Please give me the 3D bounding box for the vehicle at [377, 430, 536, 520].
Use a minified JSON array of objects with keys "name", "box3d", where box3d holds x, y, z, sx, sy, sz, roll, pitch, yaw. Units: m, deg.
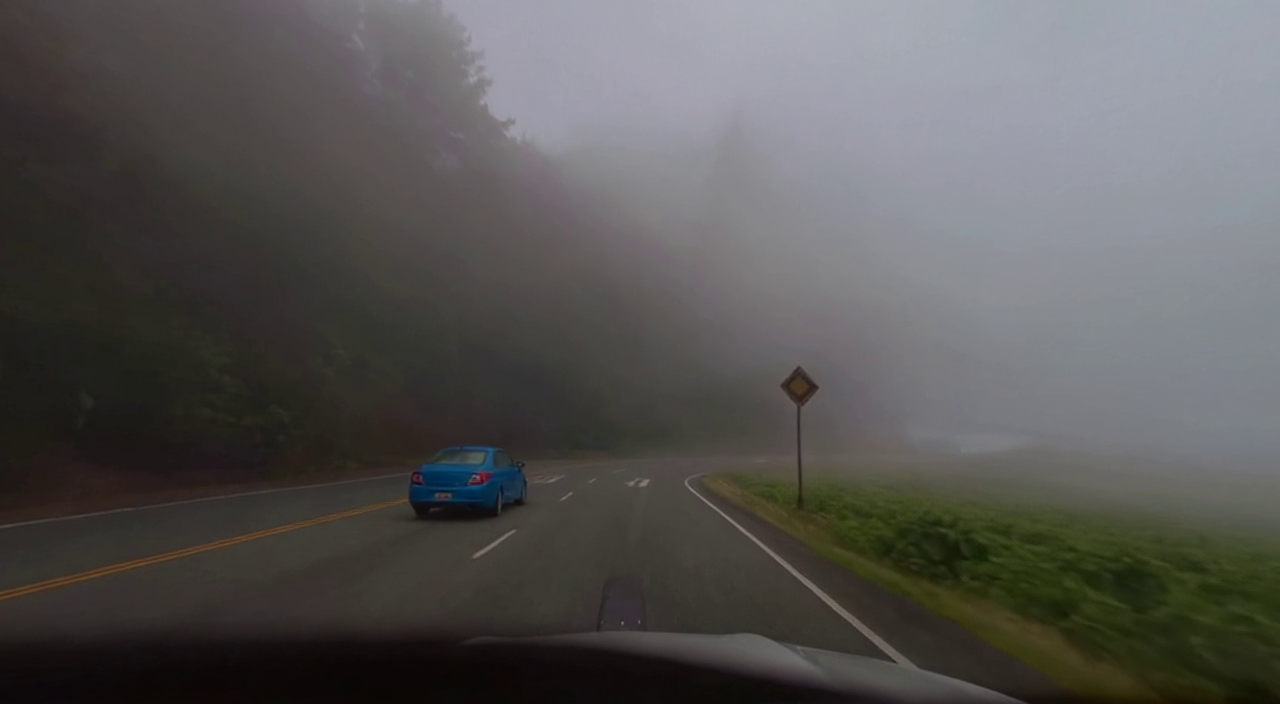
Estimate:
[{"name":"vehicle","box3d":[-3.630,2.533,13.369,2.078,1.607,3.959,0,-9,1]}]
